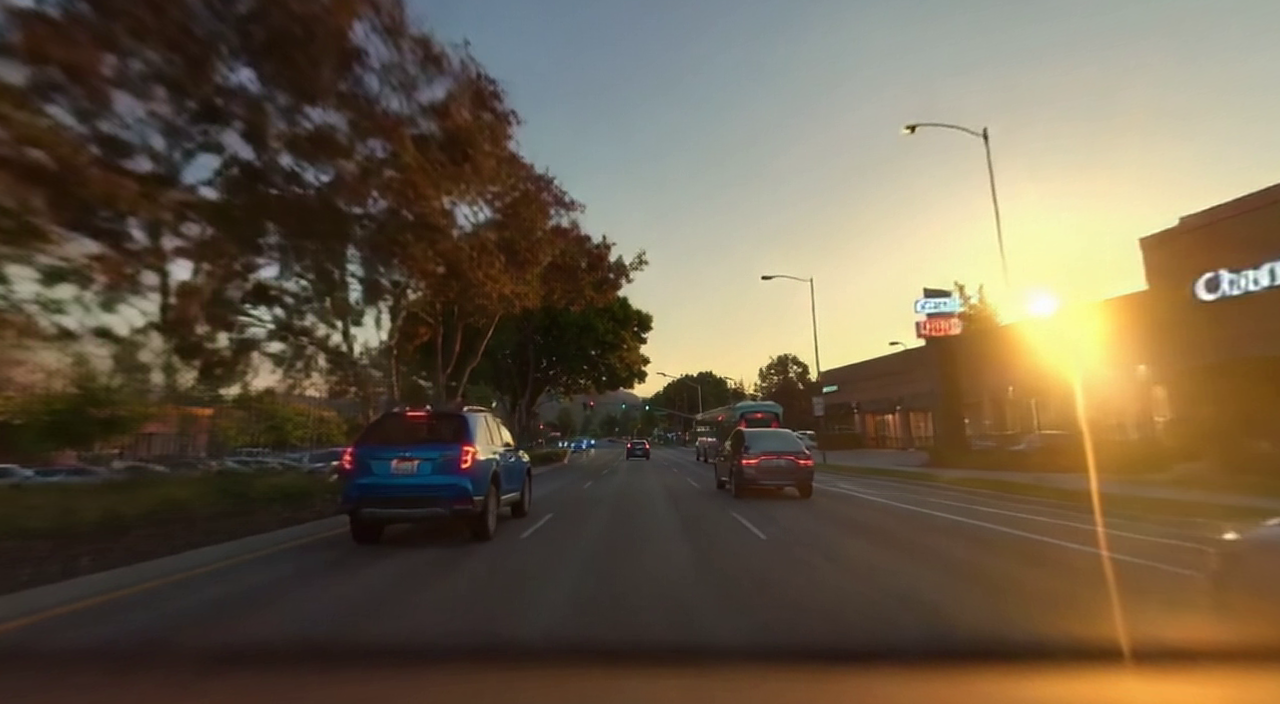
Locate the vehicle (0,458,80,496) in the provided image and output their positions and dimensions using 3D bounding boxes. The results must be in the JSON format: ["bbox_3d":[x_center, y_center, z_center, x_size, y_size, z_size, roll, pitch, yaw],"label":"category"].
[{"bbox_3d":[-28.882,5.732,29.030,4.441,1.625,1.916,-1,-8,3],"label":"vehicle"}]

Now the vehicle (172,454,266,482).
[{"bbox_3d":[-28.130,7.754,42.369,4.862,1.478,2.057,-4,-9,-2],"label":"vehicle"}]

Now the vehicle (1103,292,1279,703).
[{"bbox_3d":[2.823,0.456,0.167,2.018,1.719,4.369,0,-8,0],"label":"vehicle"}]

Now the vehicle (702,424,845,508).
[{"bbox_3d":[2.819,2.566,14.666,2.174,1.596,4.779,0,-8,-1],"label":"vehicle"}]

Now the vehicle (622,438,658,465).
[{"bbox_3d":[-0.035,5.905,37.671,2.008,1.464,4.052,0,-8,-1],"label":"vehicle"}]

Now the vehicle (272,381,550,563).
[{"bbox_3d":[-2.956,1.738,9.846,2.368,2.037,5.319,0,-8,0],"label":"vehicle"}]
